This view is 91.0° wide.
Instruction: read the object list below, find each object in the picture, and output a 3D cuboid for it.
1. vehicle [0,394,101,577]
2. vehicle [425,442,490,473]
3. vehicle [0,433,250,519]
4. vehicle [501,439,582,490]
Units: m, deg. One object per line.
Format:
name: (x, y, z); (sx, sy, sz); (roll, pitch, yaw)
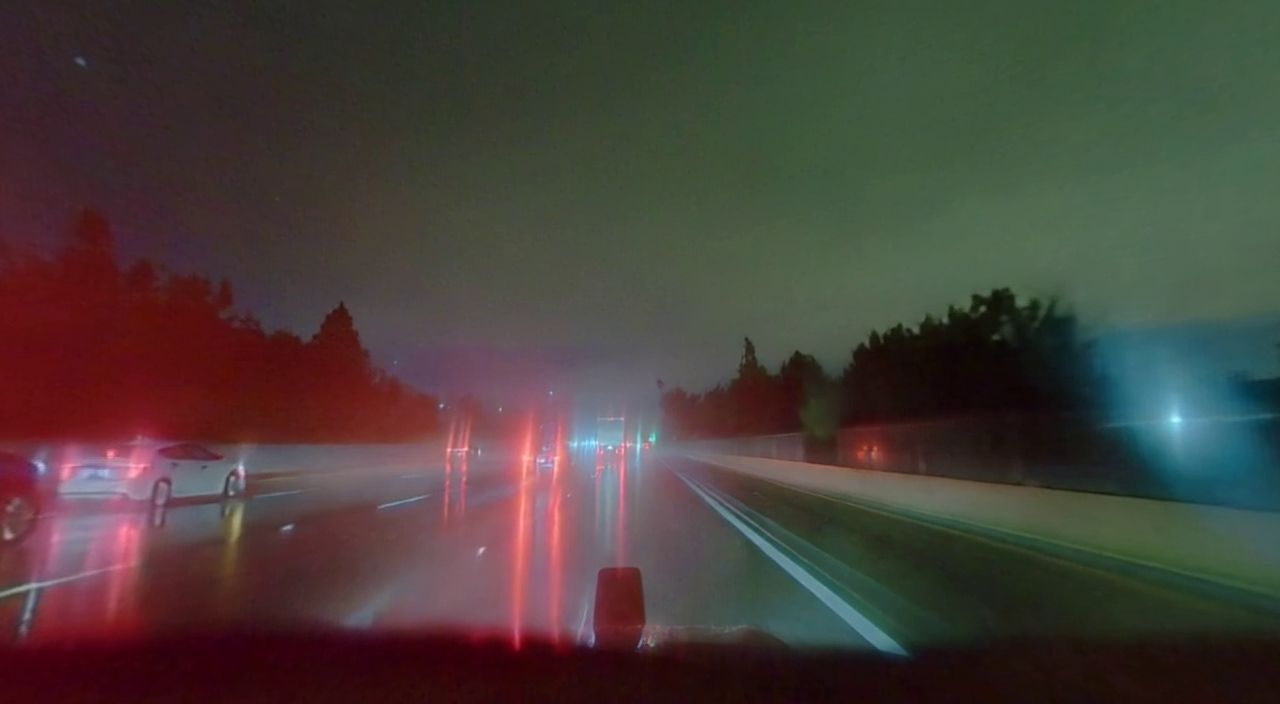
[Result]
vehicle: (-7.392, 1.048, 4.462); (2.115, 1.778, 5.572); (0, -9, 1)
vehicle: (-9.514, 5.522, 33.153); (2.036, 1.506, 4.358); (0, -9, 1)
vehicle: (-11.007, 2.541, 13.564); (1.920, 1.476, 4.973); (0, -9, 1)
vehicle: (-3.218, 3.770, 21.389); (1.931, 1.528, 4.126); (0, -8, 2)
